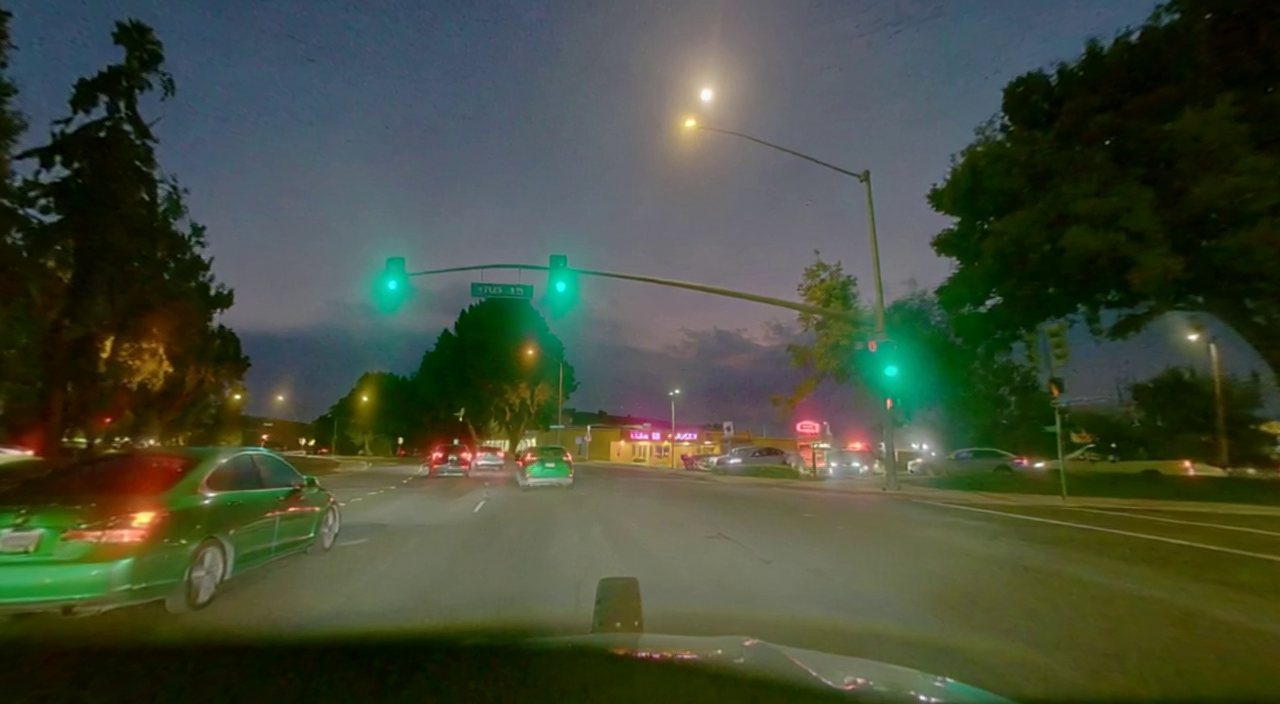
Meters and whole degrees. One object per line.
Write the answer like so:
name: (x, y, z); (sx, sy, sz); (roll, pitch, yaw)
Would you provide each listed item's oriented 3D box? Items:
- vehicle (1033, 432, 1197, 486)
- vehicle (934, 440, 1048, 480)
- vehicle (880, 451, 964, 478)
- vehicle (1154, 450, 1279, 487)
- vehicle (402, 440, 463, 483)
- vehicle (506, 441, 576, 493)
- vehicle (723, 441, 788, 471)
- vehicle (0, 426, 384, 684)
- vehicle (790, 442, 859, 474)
vehicle: (18.050, 4.088, 24.374); (1.865, 1.827, 5.352); (1, -8, -5)
vehicle: (14.993, 4.596, 27.218); (1.921, 1.560, 4.676); (1, -8, -5)
vehicle: (15.429, 6.169, 34.542); (3.800, 1.369, 1.759); (2, -9, -11)
vehicle: (25.107, 5.037, 27.379); (4.050, 1.481, 1.853); (1, -9, -9)
vehicle: (-8.393, 4.437, 25.794); (2.042, 1.593, 3.956); (2, -9, -14)
vehicle: (-3.368, 3.716, 20.809); (2.001, 1.483, 4.442); (2, -9, -12)
vehicle: (6.019, 5.498, 33.512); (1.919, 1.489, 4.889); (1, -9, -8)
vehicle: (-4.431, 1.532, 6.099); (2.105, 1.477, 4.857); (0, -8, -3)
vehicle: (9.088, 5.251, 31.350); (1.762, 1.453, 3.976); (1, -8, -8)
